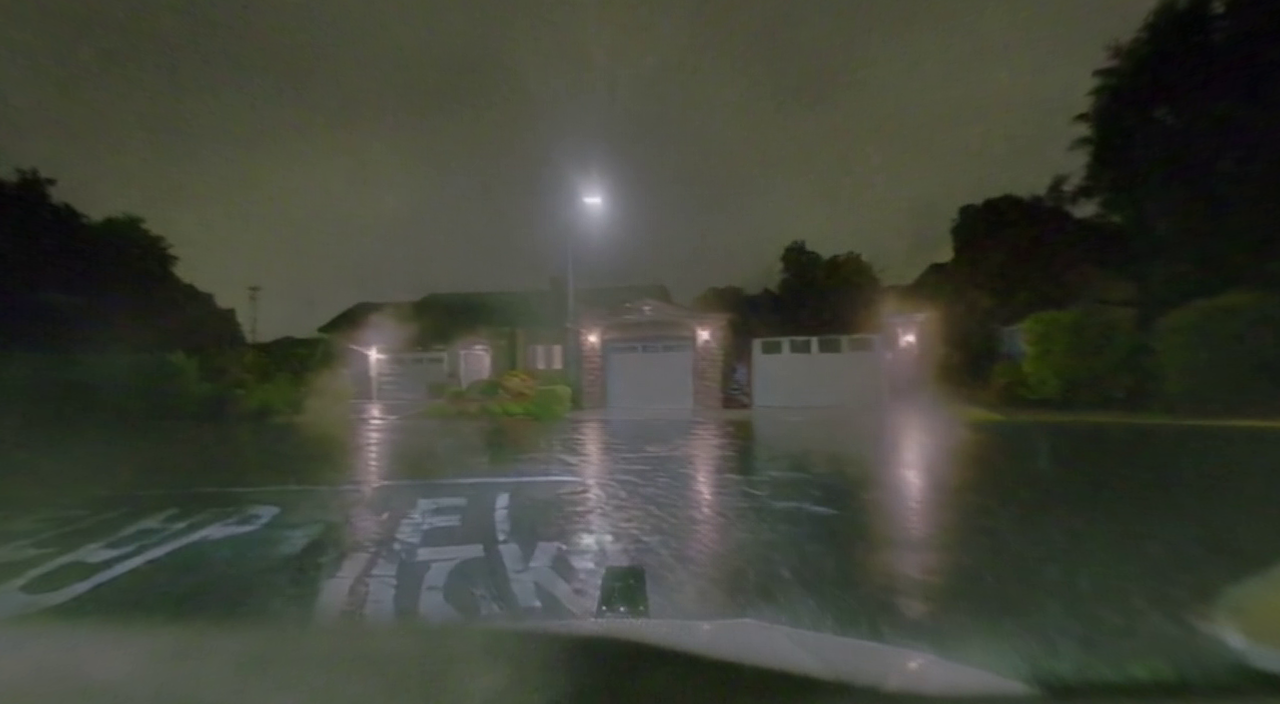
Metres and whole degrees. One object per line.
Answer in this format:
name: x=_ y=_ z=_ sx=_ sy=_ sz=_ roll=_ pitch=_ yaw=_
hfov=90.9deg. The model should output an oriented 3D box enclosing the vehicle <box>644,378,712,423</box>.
vehicle: x=1.284 y=1.873 z=23.370 sx=1.860 sy=1.477 sz=4.629 roll=1 pitch=-7 yaw=-5
